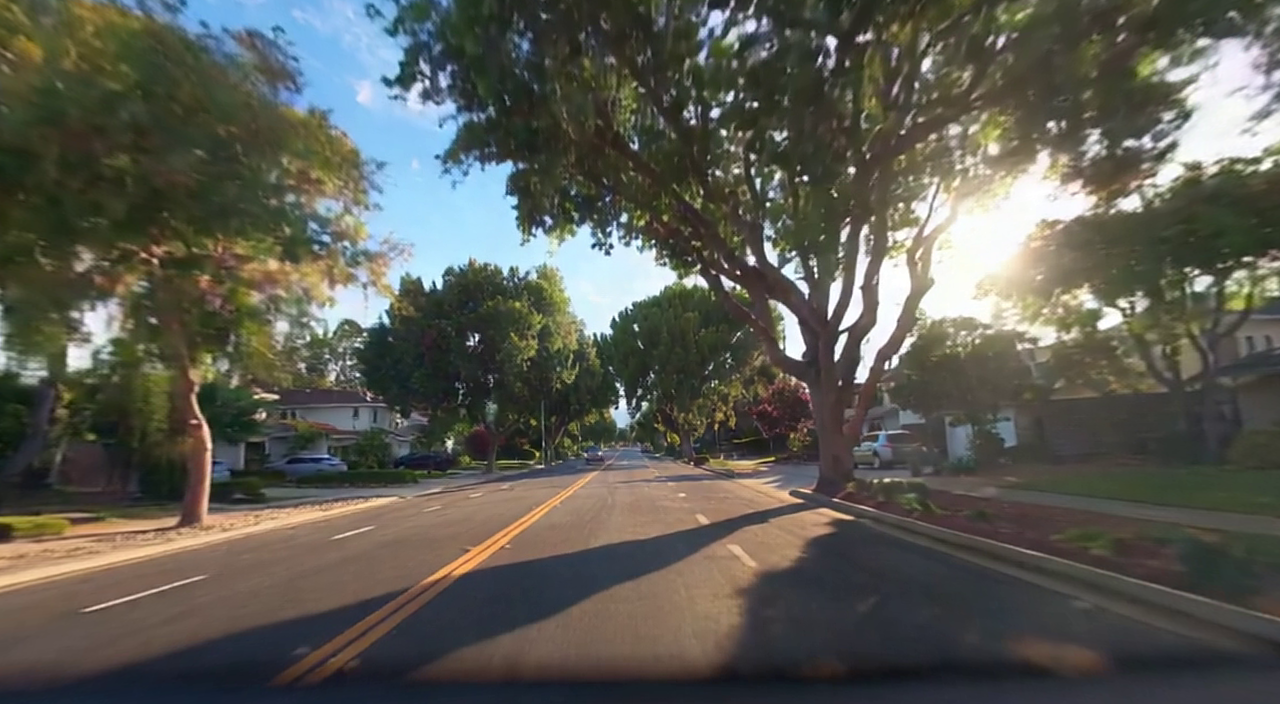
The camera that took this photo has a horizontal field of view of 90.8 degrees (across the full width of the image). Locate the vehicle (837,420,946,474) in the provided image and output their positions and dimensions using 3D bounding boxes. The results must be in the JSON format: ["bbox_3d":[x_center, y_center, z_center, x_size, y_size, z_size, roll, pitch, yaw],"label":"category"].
[{"bbox_3d":[10.690,4.124,27.474,2.305,2.042,5.711,0,-9,0],"label":"vehicle"}]

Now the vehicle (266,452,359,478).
[{"bbox_3d":[-19.560,6.768,37.912,4.459,1.432,1.979,0,-9,-1],"label":"vehicle"}]
